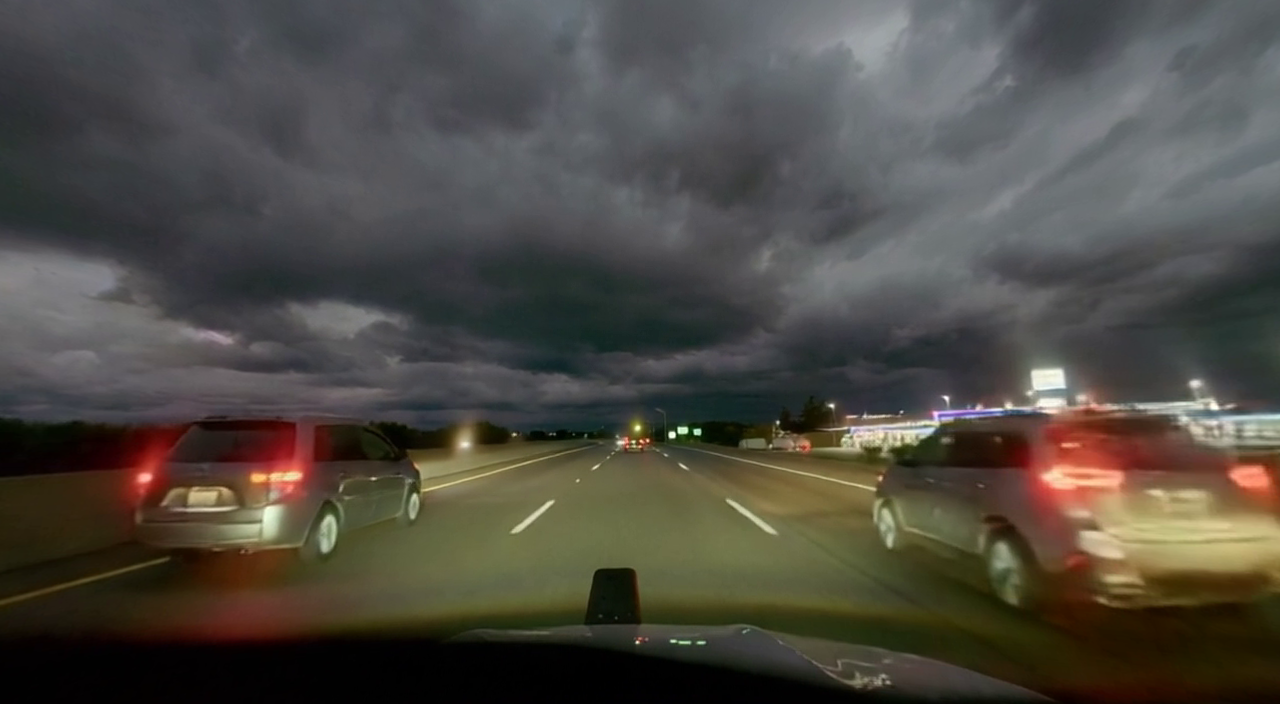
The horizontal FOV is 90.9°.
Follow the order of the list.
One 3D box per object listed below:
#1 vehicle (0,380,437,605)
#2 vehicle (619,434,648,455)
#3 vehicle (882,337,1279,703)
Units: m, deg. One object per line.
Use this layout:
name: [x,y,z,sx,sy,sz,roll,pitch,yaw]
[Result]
vehicle: [-4.078,1.386,7.216,2.061,1.732,4.457,-1,-7,0]
vehicle: [-0.533,7.235,49.693,2.151,1.550,4.694,0,-8,-1]
vehicle: [3.794,0.979,4.137,2.496,1.662,4.602,0,-7,-1]
